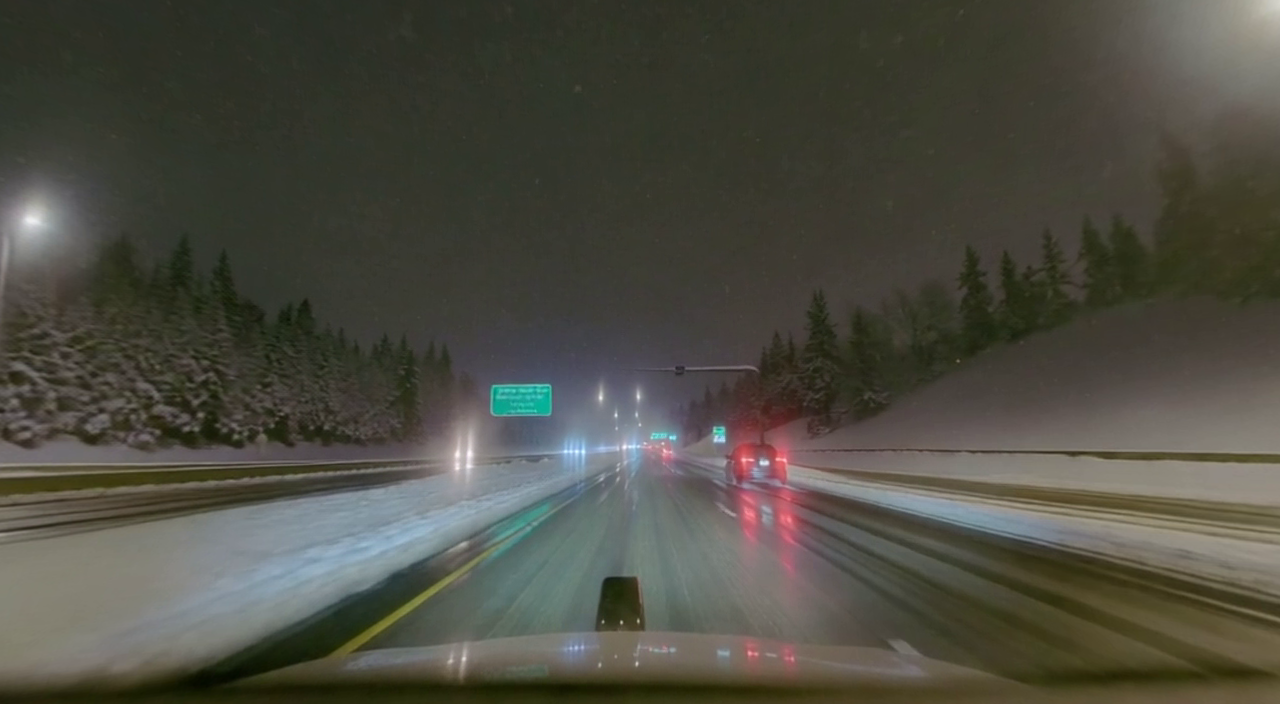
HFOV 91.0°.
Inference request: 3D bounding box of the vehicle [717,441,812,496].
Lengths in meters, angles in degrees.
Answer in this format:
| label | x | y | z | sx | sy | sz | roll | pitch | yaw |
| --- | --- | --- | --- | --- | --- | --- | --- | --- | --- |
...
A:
| label | x | y | z | sx | sy | sz | roll | pitch | yaw |
| --- | --- | --- | --- | --- | --- | --- | --- | --- | --- |
| vehicle | 3.696 | 3.551 | 19.551 | 2.033 | 1.501 | 4.398 | 0 | -9 | 0 |
